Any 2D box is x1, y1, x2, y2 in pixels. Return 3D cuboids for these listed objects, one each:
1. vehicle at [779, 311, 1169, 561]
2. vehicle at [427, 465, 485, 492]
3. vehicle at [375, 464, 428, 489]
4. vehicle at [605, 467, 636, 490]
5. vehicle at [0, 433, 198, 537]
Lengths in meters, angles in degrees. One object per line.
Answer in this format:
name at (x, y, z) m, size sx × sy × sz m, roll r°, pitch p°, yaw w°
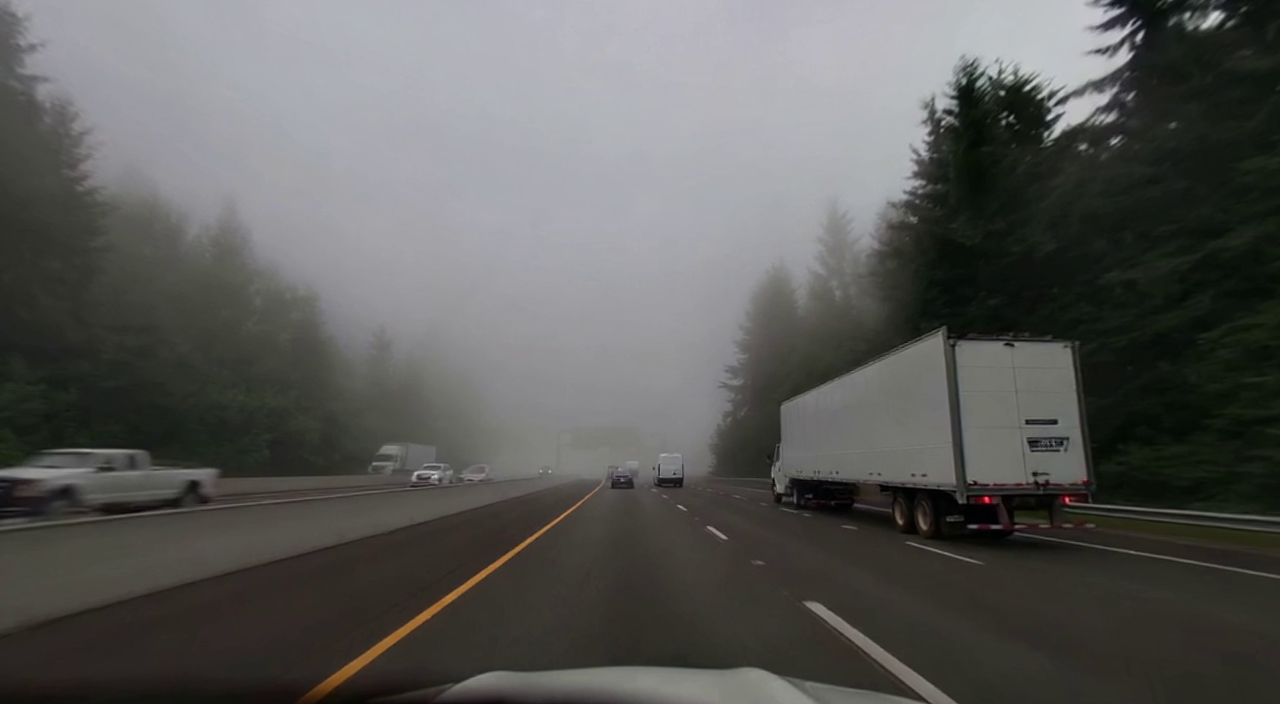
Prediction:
vehicle at (7.037, 2.623, 17.540) m, size 2.866 × 4.102 × 14.351 m, roll 1°, pitch -10°, yaw -1°
vehicle at (-11.146, 7.690, 38.503) m, size 2.184 × 1.496 × 4.687 m, roll 1°, pitch -10°, yaw -1°
vehicle at (-14.626, 7.664, 38.763) m, size 1.843 × 1.455 × 3.763 m, roll 1°, pitch -10°, yaw -1°
vehicle at (-1.403, 8.953, 44.657) m, size 2.106 × 1.524 × 4.381 m, roll 1°, pitch -10°, yaw -2°
vehicle at (-10.876, 2.401, 11.650) m, size 2.007 × 1.564 × 4.585 m, roll 1°, pitch -10°, yaw 0°
